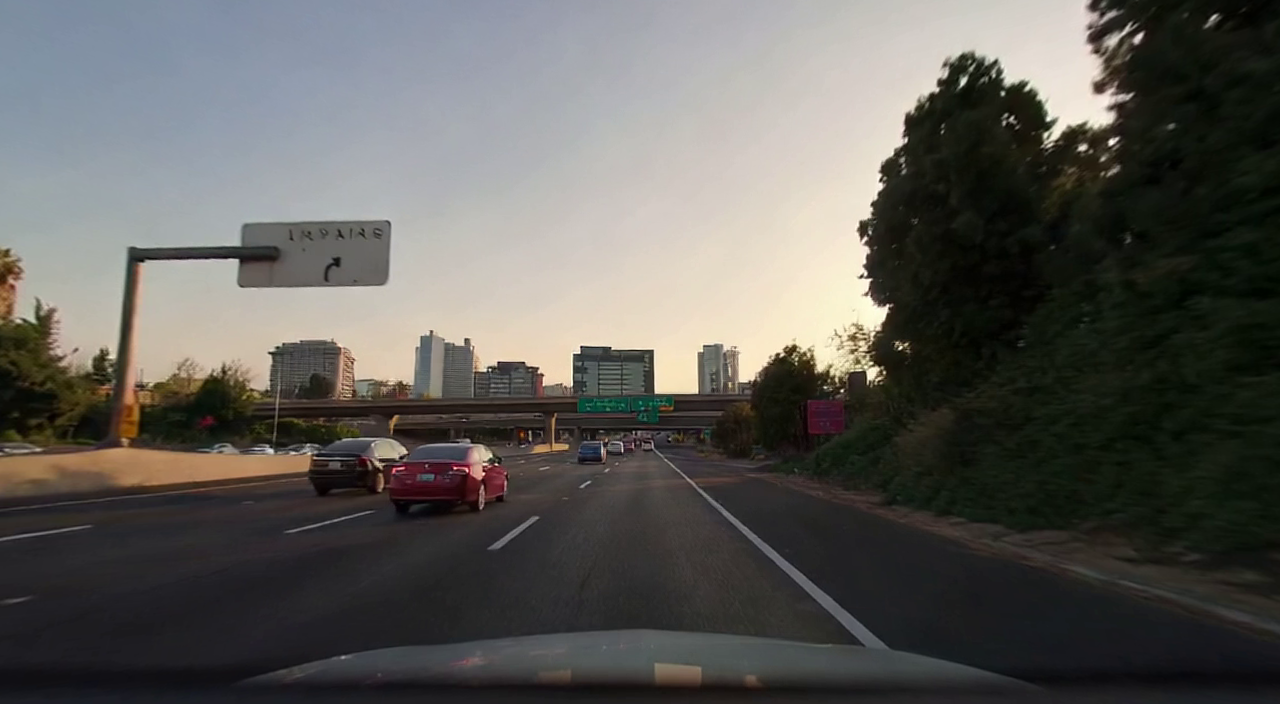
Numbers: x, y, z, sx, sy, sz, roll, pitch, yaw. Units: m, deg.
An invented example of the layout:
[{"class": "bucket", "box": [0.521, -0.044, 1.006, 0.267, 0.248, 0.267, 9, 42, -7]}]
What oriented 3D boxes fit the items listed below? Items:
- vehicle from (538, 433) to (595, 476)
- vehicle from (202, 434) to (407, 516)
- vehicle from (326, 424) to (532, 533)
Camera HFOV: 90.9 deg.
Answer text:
[{"class": "vehicle", "box": [-3.298, 4.728, 29.259, 2.080, 1.811, 4.644, 0, -9, 1]}, {"class": "vehicle", "box": [-7.240, 2.682, 14.328, 2.029, 1.530, 4.620, 0, -8, 1]}, {"class": "vehicle", "box": [-3.597, 2.265, 11.897, 2.210, 1.628, 4.586, 0, -9, 1]}]
